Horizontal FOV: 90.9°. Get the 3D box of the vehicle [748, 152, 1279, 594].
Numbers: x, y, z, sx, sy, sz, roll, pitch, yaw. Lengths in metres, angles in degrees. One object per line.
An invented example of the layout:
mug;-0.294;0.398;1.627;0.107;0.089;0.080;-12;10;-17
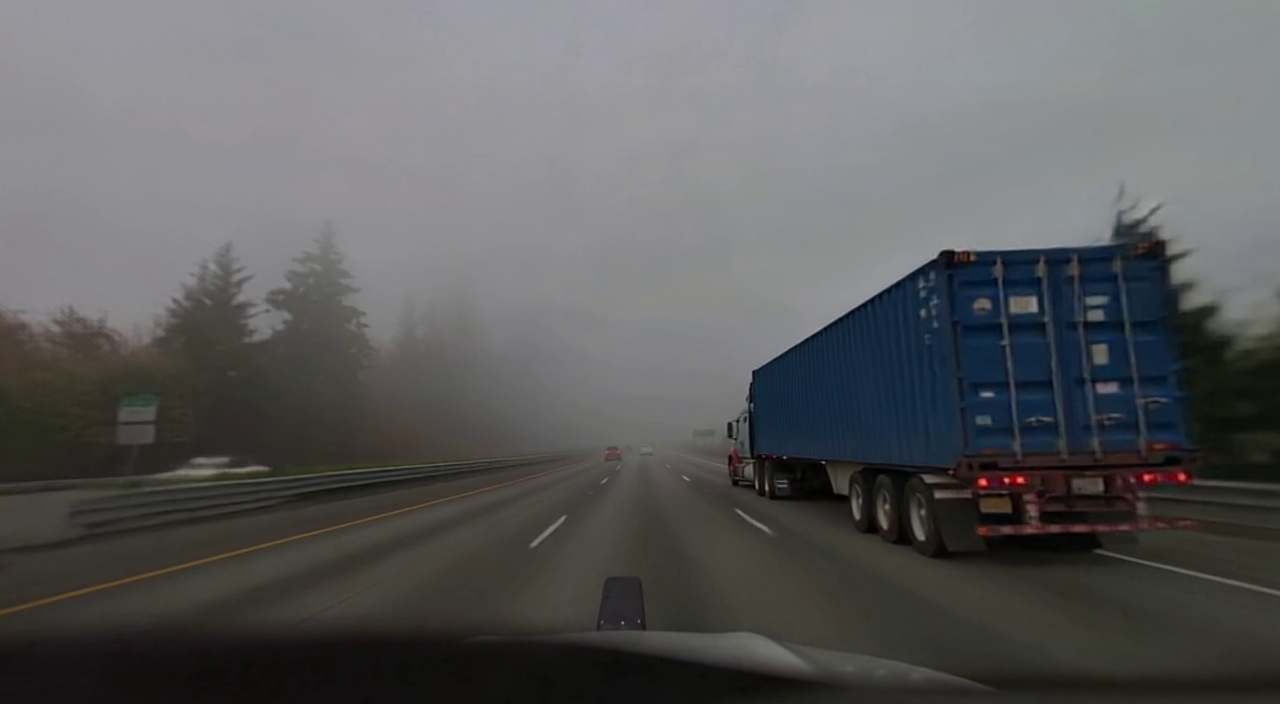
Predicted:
vehicle;4.722;1.076;12.112;2.821;4.046;12.876;0;-9;-1
